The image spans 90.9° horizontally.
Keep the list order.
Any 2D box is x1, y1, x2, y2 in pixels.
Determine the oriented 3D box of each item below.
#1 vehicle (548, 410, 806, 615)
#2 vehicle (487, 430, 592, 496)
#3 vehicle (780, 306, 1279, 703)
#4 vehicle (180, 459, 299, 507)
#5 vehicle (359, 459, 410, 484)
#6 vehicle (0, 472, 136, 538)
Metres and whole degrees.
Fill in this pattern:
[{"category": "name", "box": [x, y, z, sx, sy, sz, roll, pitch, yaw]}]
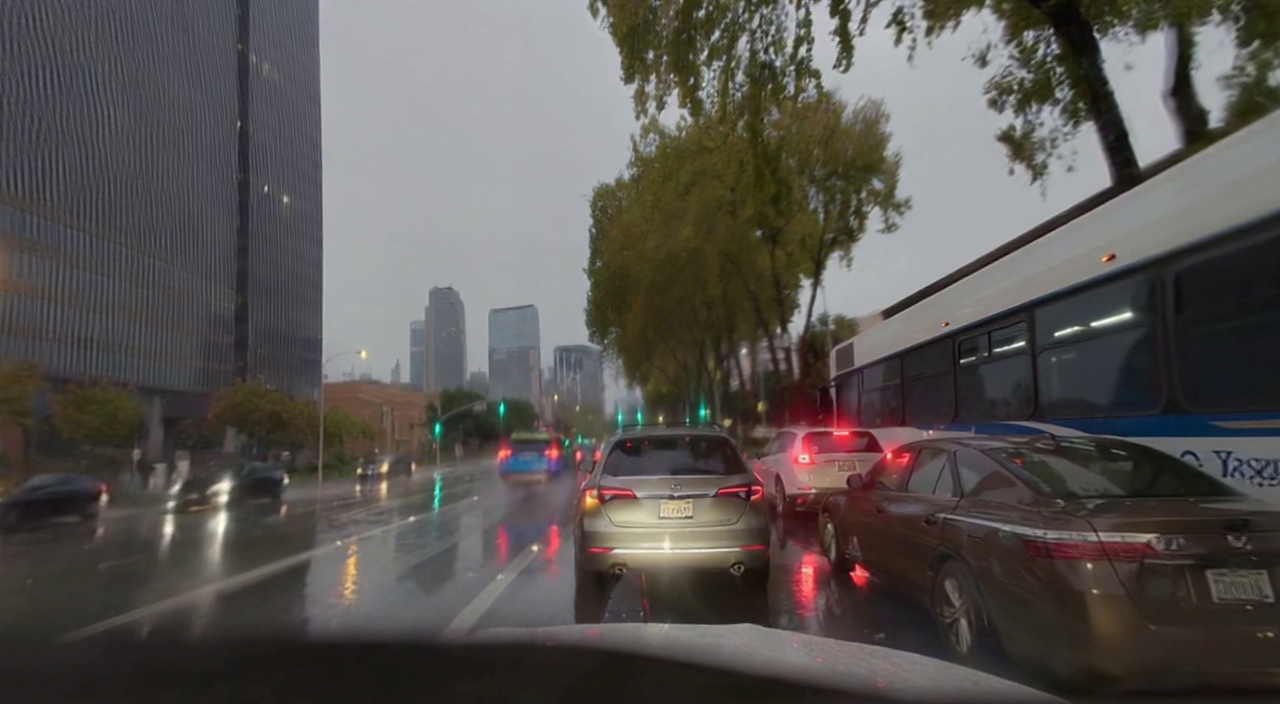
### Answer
[{"category": "vehicle", "box": [0.238, 1.546, 6.873, 2.045, 1.608, 3.573, 0, -9, -2]}, {"category": "vehicle", "box": [-3.042, 3.533, 20.510, 2.375, 1.847, 5.606, 0, -9, 1]}, {"category": "vehicle", "box": [2.748, 1.088, 4.914, 2.117, 1.855, 4.794, 0, -9, -1]}, {"category": "vehicle", "box": [-16.192, 5.290, 25.832, 2.105, 1.676, 4.099, 0, -9, 1]}, {"category": "vehicle", "box": [-19.308, 9.007, 47.879, 2.068, 1.729, 4.135, 0, -9, 0]}, {"category": "vehicle", "box": [-19.507, 4.833, 20.409, 2.274, 1.708, 4.863, 0, -9, 1]}]
